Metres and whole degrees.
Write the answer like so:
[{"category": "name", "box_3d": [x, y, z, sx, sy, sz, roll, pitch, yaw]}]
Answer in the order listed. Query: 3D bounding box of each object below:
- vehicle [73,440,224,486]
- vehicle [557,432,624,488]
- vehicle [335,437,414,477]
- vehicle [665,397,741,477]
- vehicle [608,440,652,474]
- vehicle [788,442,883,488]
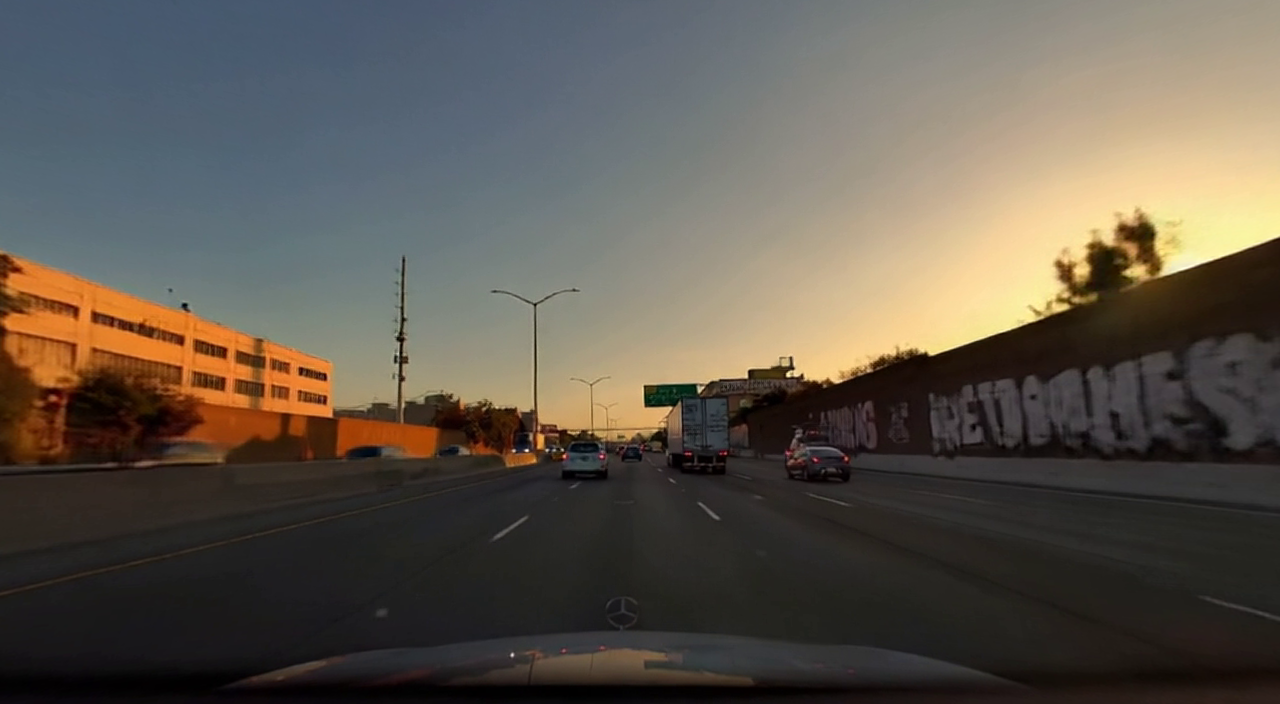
[{"category": "vehicle", "box_3d": [-19.536, 4.420, 25.480, 2.164, 1.657, 4.809, 0, -9, 0]}, {"category": "vehicle", "box_3d": [-1.833, 4.044, 23.969, 2.249, 1.843, 5.176, 0, -9, -4]}, {"category": "vehicle", "box_3d": [-10.771, 4.283, 25.899, 1.674, 1.481, 3.535, 0, -9, 0]}, {"category": "vehicle", "box_3d": [3.250, 4.900, 35.833, 2.976, 3.806, 10.591, 0, -9, -1]}, {"category": "vehicle", "box_3d": [-0.533, 5.630, 33.971, 2.191, 1.685, 4.015, 0, -9, -1]}, {"category": "vehicle", "box_3d": [7.050, 4.116, 23.350, 1.915, 1.476, 4.677, 0, -9, -1]}]
